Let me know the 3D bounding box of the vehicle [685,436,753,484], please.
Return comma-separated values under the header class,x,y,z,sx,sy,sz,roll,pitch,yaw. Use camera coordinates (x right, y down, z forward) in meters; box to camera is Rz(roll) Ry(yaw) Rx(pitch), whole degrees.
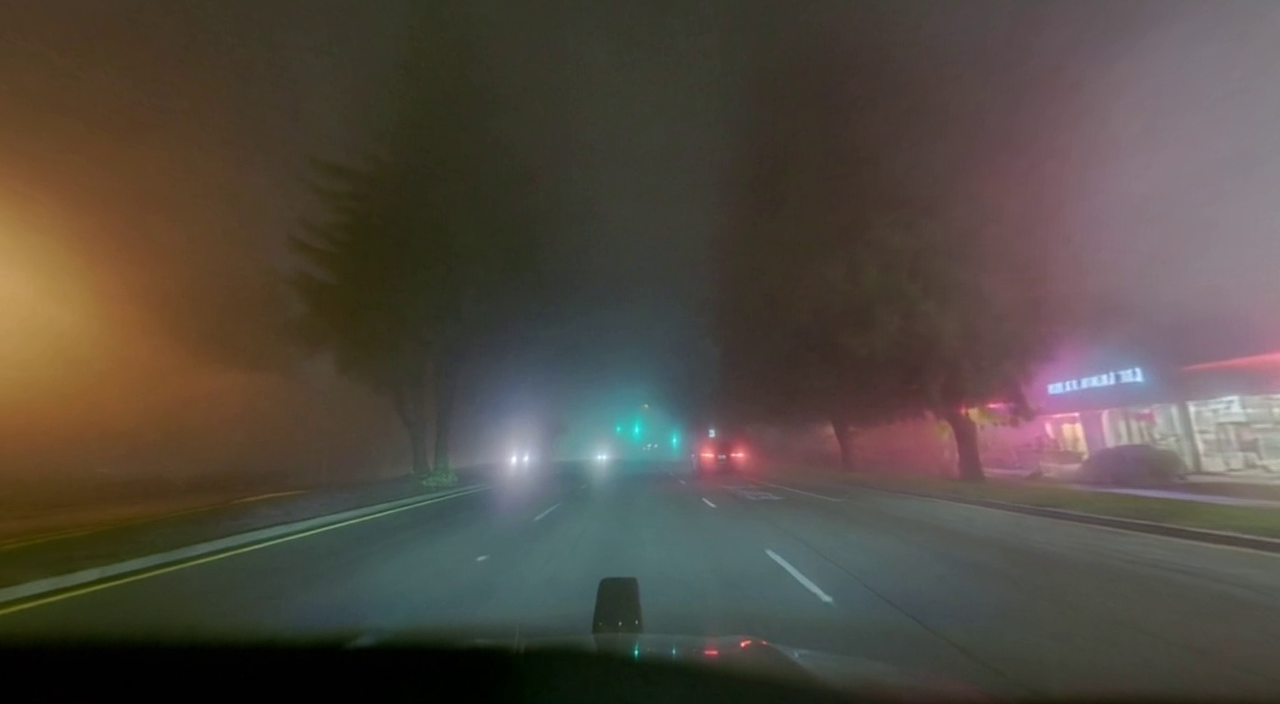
class,x,y,z,sx,sy,sz,roll,pitch,yaw
vehicle,3.073,4.312,25.393,2.083,1.743,4.354,0,-8,-1
